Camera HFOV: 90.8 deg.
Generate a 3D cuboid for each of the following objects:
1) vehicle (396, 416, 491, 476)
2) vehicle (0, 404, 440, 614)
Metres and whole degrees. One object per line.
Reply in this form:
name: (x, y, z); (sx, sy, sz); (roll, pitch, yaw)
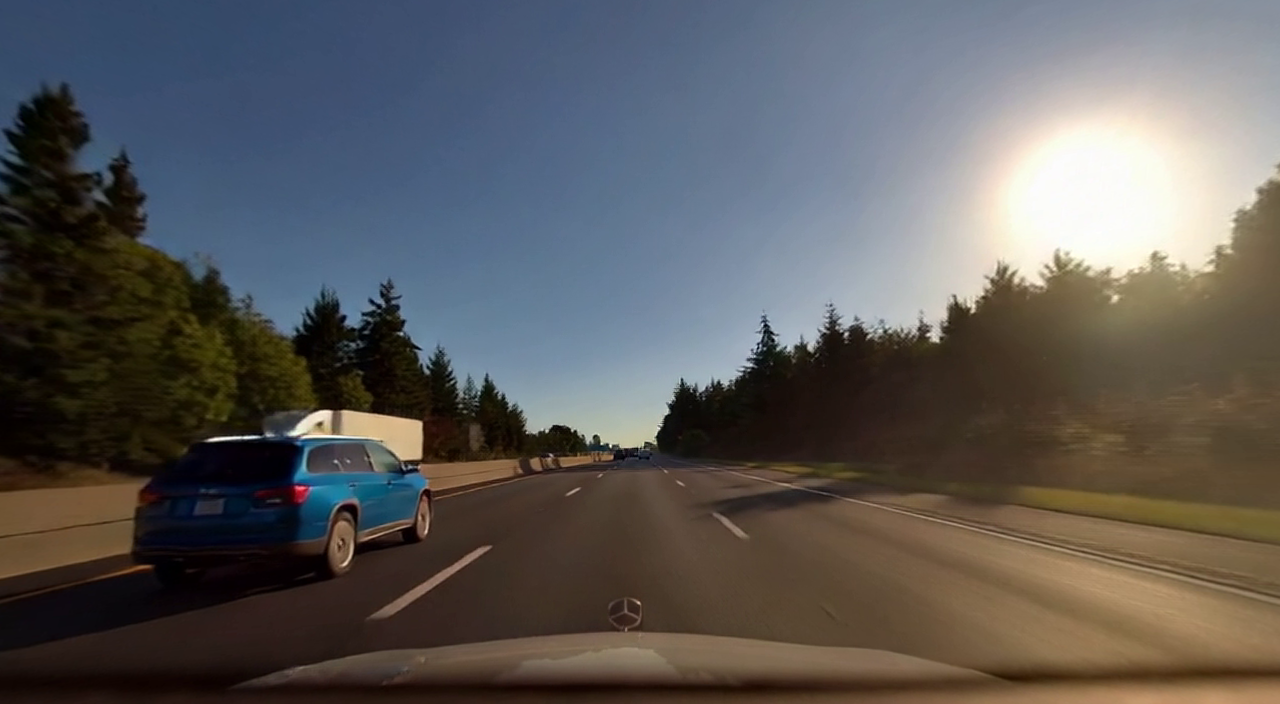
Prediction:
vehicle: (-12.753, 6.281, 42.222); (2.933, 3.457, 10.136); (0, -9, 1)
vehicle: (-4.250, 1.649, 7.626); (2.110, 1.727, 4.607); (0, -8, 0)
